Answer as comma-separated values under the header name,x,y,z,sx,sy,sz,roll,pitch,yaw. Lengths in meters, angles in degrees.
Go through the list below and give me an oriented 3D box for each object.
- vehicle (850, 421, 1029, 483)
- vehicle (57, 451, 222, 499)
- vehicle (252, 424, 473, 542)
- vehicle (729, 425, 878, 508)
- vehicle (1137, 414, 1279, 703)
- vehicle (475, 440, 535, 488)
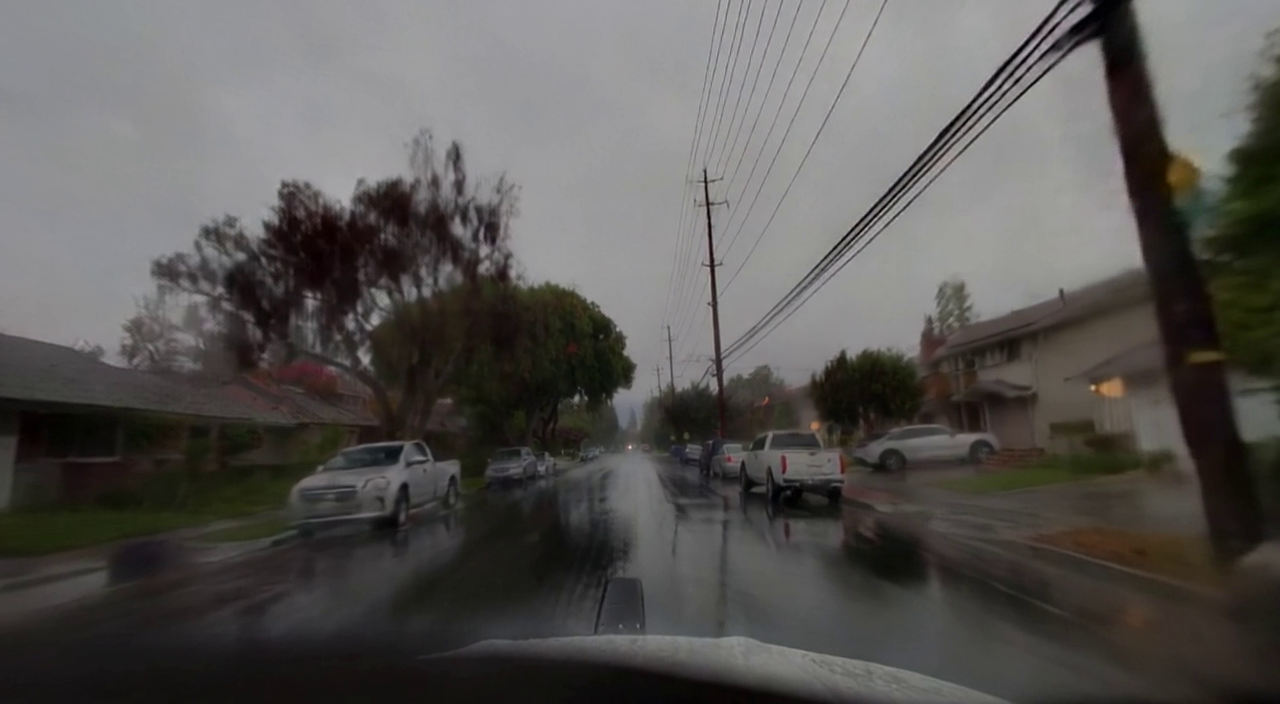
name,x,y,z,sx,sy,sz,roll,pitch,yaw
vehicle,10.637,3.573,22.747,5.376,1.914,1.988,-2,-8,-3
vehicle,-17.665,4.341,22.463,4.184,1.620,1.852,0,-9,-1
vehicle,-5.525,2.661,13.781,2.285,1.895,5.883,-2,-8,-1
vehicle,4.058,2.994,16.937,2.279,1.848,5.577,1,-9,-2
vehicle,4.244,0.823,1.587,2.051,1.479,4.758,0,-9,-1
vehicle,-5.838,4.850,27.842,2.046,1.825,4.627,-2,-8,-6
